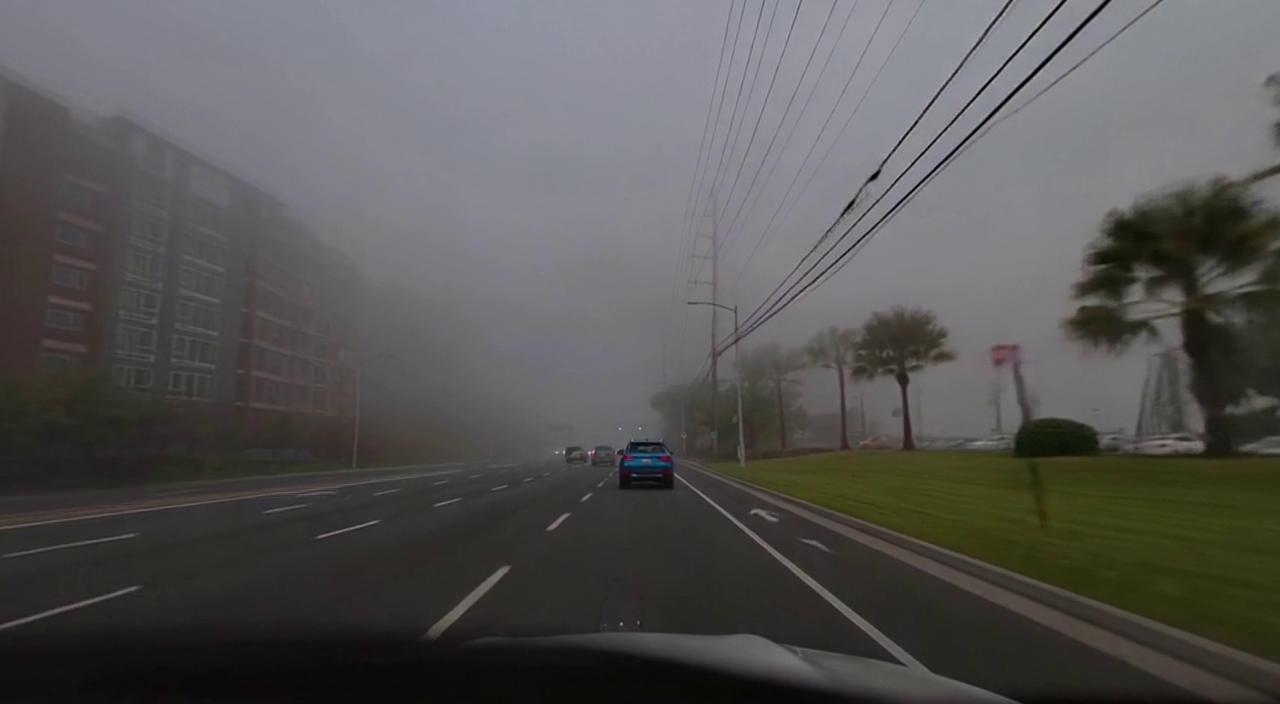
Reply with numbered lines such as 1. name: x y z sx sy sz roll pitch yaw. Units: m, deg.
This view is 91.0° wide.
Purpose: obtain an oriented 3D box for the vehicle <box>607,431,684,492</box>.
1. vehicle: 0.147 3.466 20.224 2.198 1.706 4.166 0 -9 0
